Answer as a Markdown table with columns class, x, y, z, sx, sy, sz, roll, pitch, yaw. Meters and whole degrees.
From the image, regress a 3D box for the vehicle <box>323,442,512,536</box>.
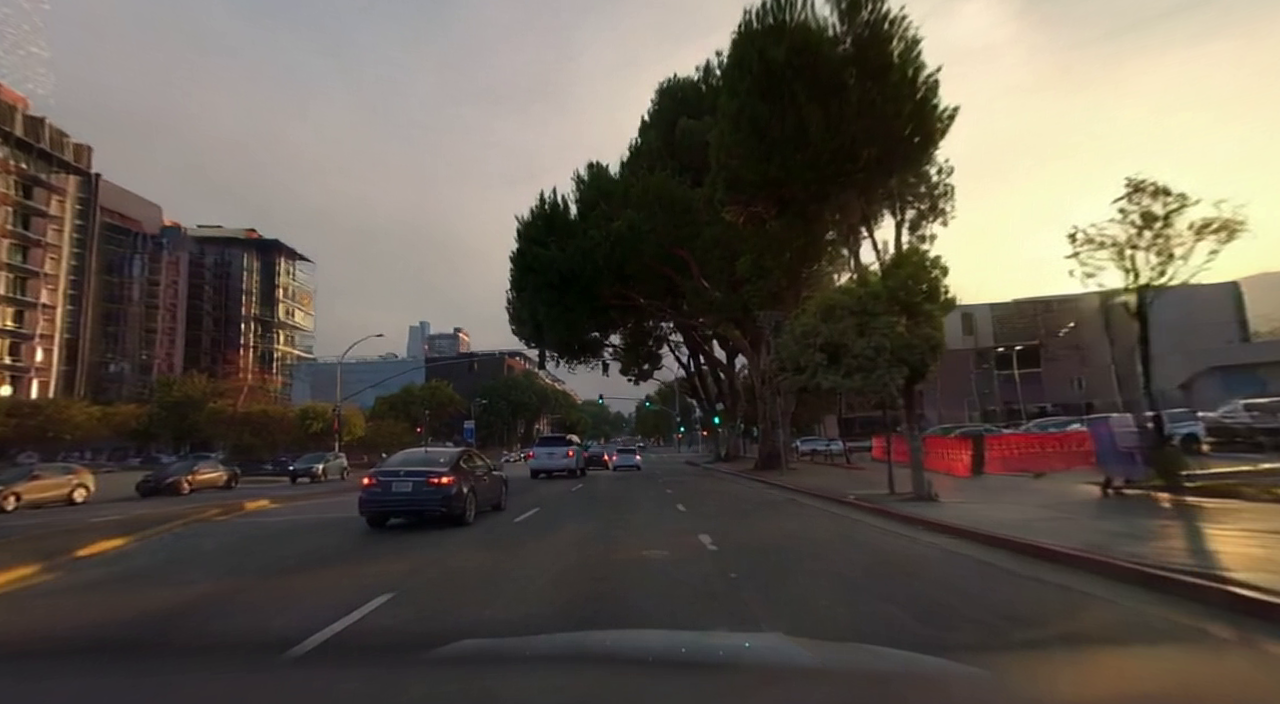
| class | x | y | z | sx | sy | sz | roll | pitch | yaw |
| --- | --- | --- | --- | --- | --- | --- | --- | --- | --- |
| vehicle | -3.887 | 2.448 | 11.981 | 1.959 | 1.406 | 4.527 | 0 | -9 | 0 |

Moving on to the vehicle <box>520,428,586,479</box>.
| class | x | y | z | sx | sy | sz | roll | pitch | yaw |
| --- | --- | --- | --- | --- | --- | --- | --- | --- | --- |
| vehicle | -3.797 | 4.565 | 28.495 | 2.240 | 2.054 | 4.662 | 0 | -9 | 1 |

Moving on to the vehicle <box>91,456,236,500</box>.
| class | x | y | z | sx | sy | sz | roll | pitch | yaw |
| --- | --- | --- | --- | --- | --- | --- | --- | --- | --- |
| vehicle | -19.589 | 5.165 | 26.276 | 1.993 | 1.552 | 5.039 | -1 | -9 | 2 |

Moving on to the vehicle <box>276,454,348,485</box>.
| class | x | y | z | sx | sy | sz | roll | pitch | yaw |
| --- | --- | --- | --- | --- | --- | --- | --- | --- | --- |
| vehicle | -19.610 | 7.020 | 37.962 | 1.965 | 1.539 | 4.461 | -4 | -9 | 1 |

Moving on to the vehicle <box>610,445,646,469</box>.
| class | x | y | z | sx | sy | sz | roll | pitch | yaw |
| --- | --- | --- | --- | --- | --- | --- | --- | --- | --- |
| vehicle | -0.737 | 6.632 | 40.051 | 2.171 | 1.422 | 4.146 | 0 | -9 | 0 |

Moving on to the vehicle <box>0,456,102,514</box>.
| class | x | y | z | sx | sy | sz | roll | pitch | yaw |
| --- | --- | --- | --- | --- | --- | --- | --- | --- | --- |
| vehicle | -19.709 | 4.098 | 19.585 | 2.029 | 1.637 | 4.338 | 0 | -9 | 1 |

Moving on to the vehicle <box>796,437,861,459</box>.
| class | x | y | z | sx | sy | sz | roll | pitch | yaw |
| --- | --- | --- | --- | --- | --- | --- | --- | --- | --- |
| vehicle | 13.197 | 6.710 | 44.182 | 4.061 | 1.465 | 1.803 | 2 | -8 | -18 |
